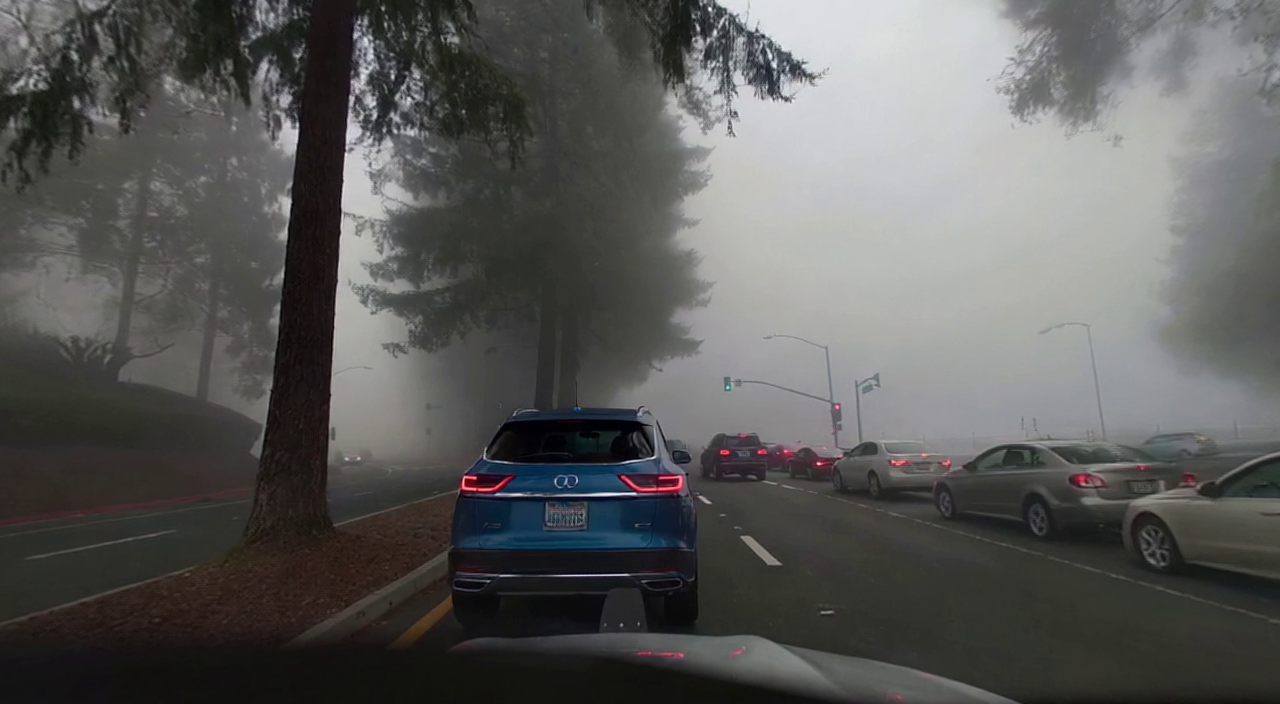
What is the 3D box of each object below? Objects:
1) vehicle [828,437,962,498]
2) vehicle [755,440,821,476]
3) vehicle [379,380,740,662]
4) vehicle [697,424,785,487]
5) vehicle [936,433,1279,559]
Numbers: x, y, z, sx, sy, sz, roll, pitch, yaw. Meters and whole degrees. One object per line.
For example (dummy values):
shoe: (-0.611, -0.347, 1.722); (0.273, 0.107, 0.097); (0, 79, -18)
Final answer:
vehicle: (6.956, 3.190, 17.823); (1.890, 1.489, 4.415); (0, -9, -1)
vehicle: (6.636, 4.771, 28.806); (1.917, 1.489, 4.625); (0, -9, 0)
vehicle: (-0.441, 1.344, 6.077); (2.201, 1.709, 4.271); (0, -9, 2)
vehicle: (3.357, 3.579, 22.070); (2.200, 1.909, 4.853); (0, -9, -1)
vehicle: (6.576, 2.014, 9.668); (1.894, 1.445, 4.565); (0, -9, 0)
